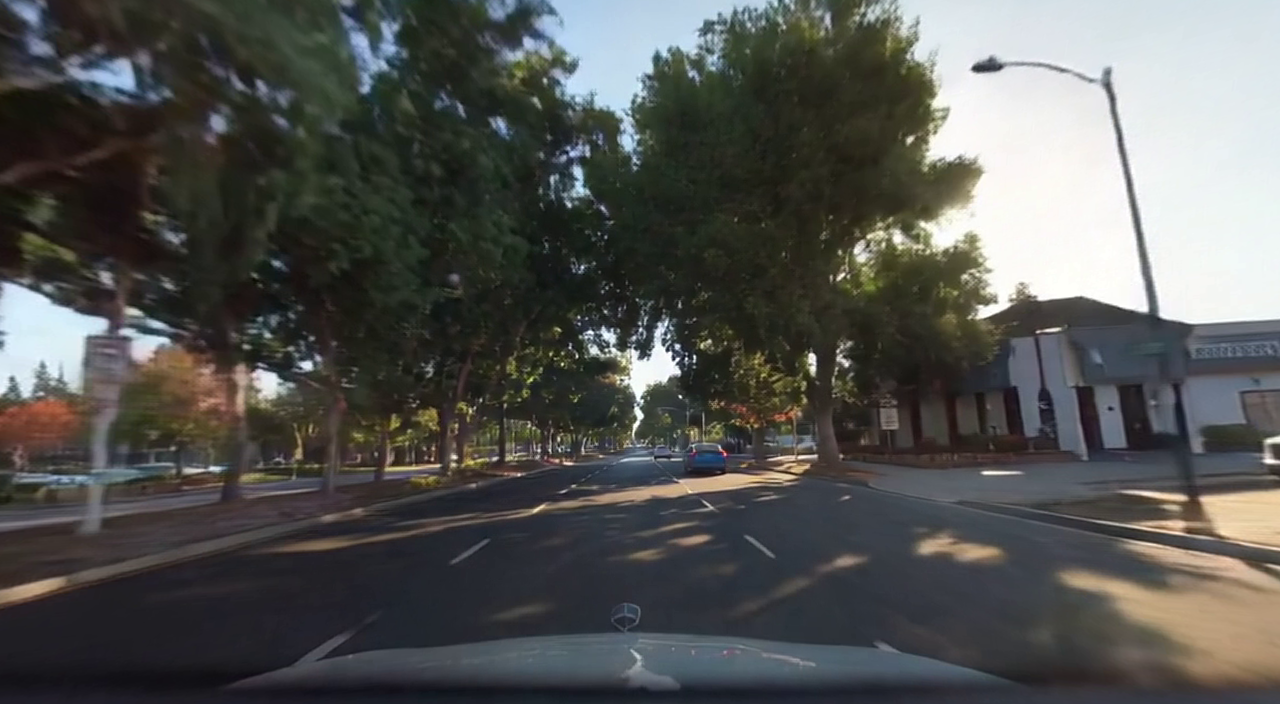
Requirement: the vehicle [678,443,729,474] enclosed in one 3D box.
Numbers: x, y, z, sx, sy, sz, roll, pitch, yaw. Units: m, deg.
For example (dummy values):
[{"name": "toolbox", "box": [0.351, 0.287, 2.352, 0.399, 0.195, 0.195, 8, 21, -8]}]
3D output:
[{"name": "vehicle", "box": [3.196, 5.462, 32.678, 2.033, 1.482, 4.571, 0, -8, -2]}]
